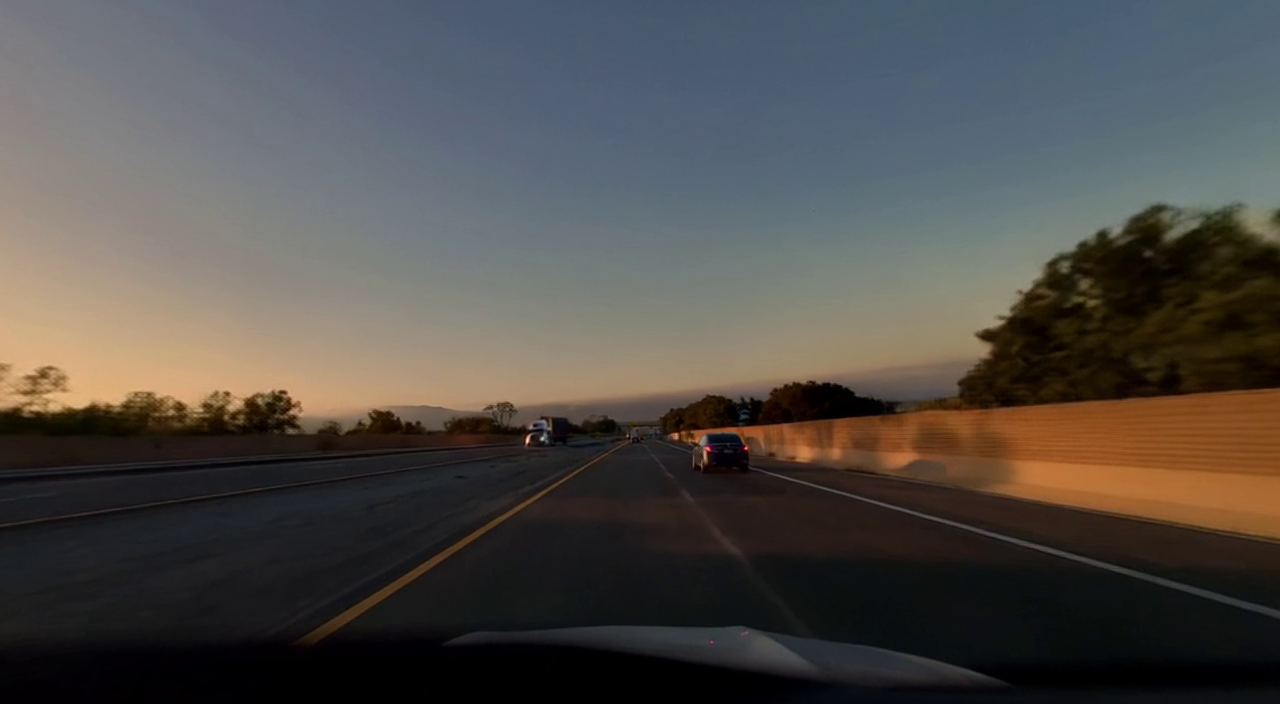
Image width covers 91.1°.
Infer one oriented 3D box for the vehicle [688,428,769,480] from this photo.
[{"bbox_3d":[2.924,3.464,21.736,2.084,1.583,4.420,0,-8,-1],"label":"vehicle"}]
